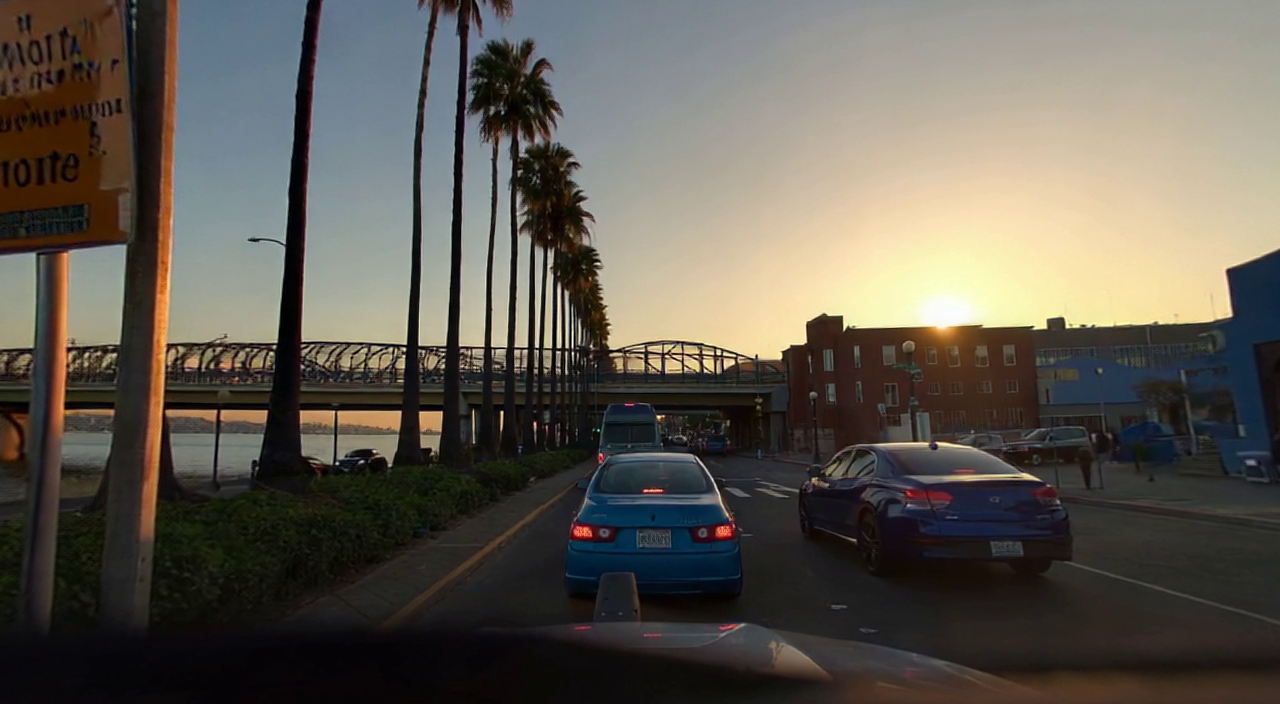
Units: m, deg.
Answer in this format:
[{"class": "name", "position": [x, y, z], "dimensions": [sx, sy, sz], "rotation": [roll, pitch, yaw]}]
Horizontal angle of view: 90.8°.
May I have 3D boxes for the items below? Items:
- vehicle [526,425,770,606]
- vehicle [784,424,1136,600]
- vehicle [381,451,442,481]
[{"class": "vehicle", "position": [0.060, 1.668, 7.246], "dimensions": [2.048, 1.503, 3.681], "rotation": [0, -9, 0]}, {"class": "vehicle", "position": [3.272, 1.714, 7.713], "dimensions": [1.920, 1.490, 4.417], "rotation": [0, -9, -1]}, {"class": "vehicle", "position": [-14.960, 7.480, 41.703], "dimensions": [2.104, 1.802, 4.852], "rotation": [0, -9, 1]}]
